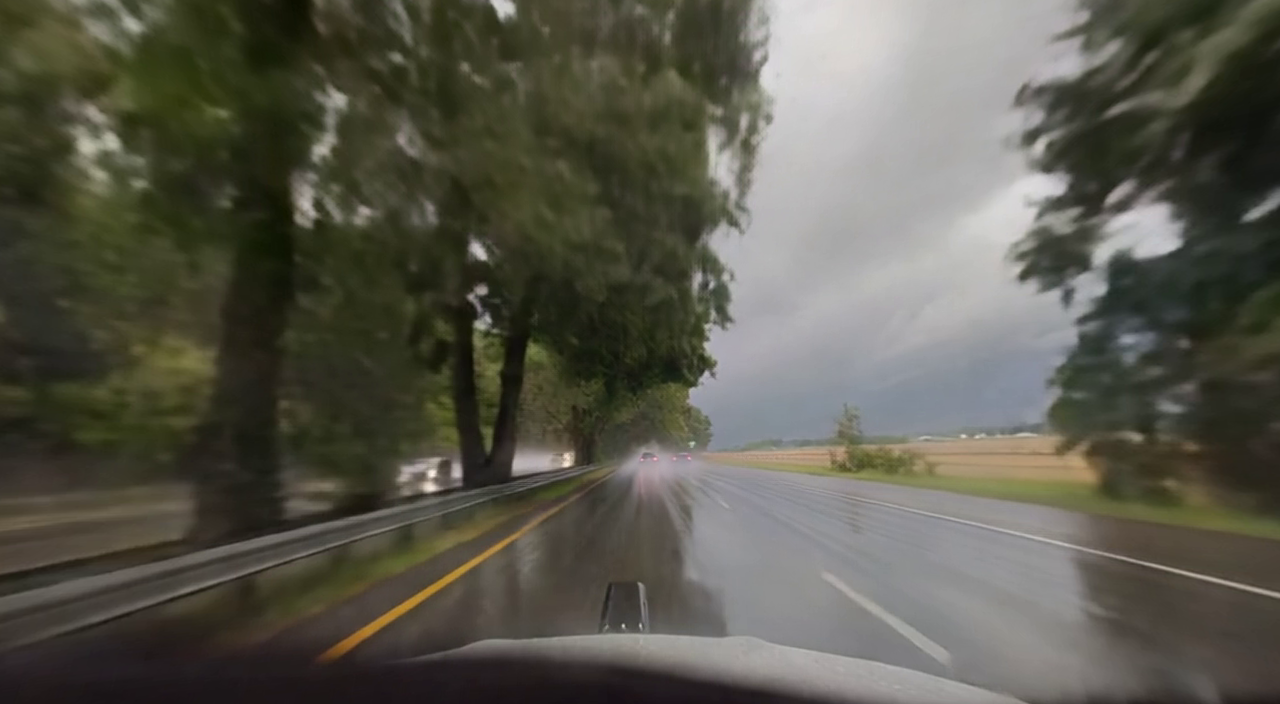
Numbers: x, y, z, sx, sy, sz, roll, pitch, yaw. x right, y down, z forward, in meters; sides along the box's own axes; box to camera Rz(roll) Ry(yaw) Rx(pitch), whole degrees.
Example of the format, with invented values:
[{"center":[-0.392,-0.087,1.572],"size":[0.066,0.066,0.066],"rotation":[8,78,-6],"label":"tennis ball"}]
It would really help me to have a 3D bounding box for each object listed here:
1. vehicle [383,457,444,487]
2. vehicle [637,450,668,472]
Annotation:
[{"center":[-12.460,6.612,34.972],"size":[1.847,1.472,4.038],"rotation":[0,-9,1],"label":"vehicle"},{"center":[0.891,8.014,46.388],"size":[2.162,1.492,3.975],"rotation":[0,-9,0],"label":"vehicle"}]
